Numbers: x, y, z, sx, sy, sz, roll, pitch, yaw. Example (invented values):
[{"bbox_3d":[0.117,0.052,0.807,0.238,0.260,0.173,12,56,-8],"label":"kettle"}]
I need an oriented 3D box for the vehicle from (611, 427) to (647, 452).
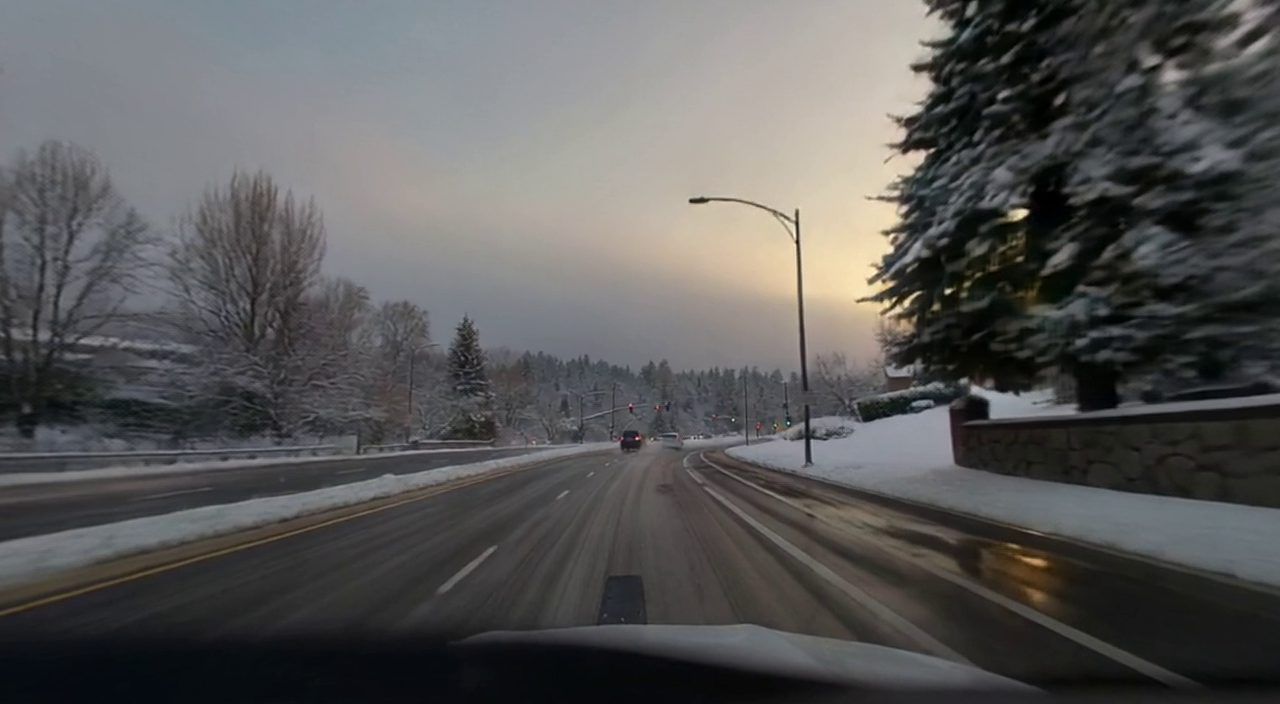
[{"bbox_3d":[-0.800,6.858,49.141,2.152,1.822,4.391,-1,-8,9],"label":"vehicle"}]
